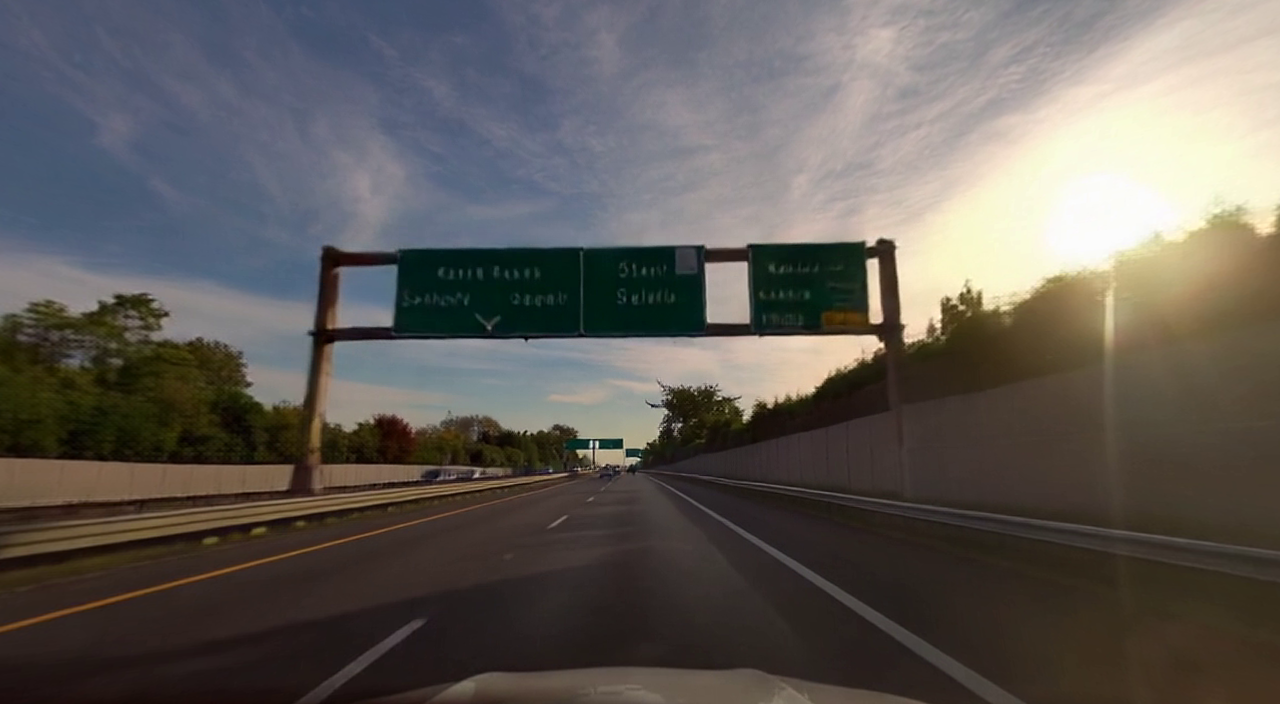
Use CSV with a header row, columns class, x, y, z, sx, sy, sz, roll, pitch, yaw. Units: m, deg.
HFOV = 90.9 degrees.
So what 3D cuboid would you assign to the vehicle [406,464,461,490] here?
class,x,y,z,sx,sy,sz,roll,pitch,yaw
vehicle,-12.863,7.820,39.468,1.942,1.462,4.503,1,-10,-1
